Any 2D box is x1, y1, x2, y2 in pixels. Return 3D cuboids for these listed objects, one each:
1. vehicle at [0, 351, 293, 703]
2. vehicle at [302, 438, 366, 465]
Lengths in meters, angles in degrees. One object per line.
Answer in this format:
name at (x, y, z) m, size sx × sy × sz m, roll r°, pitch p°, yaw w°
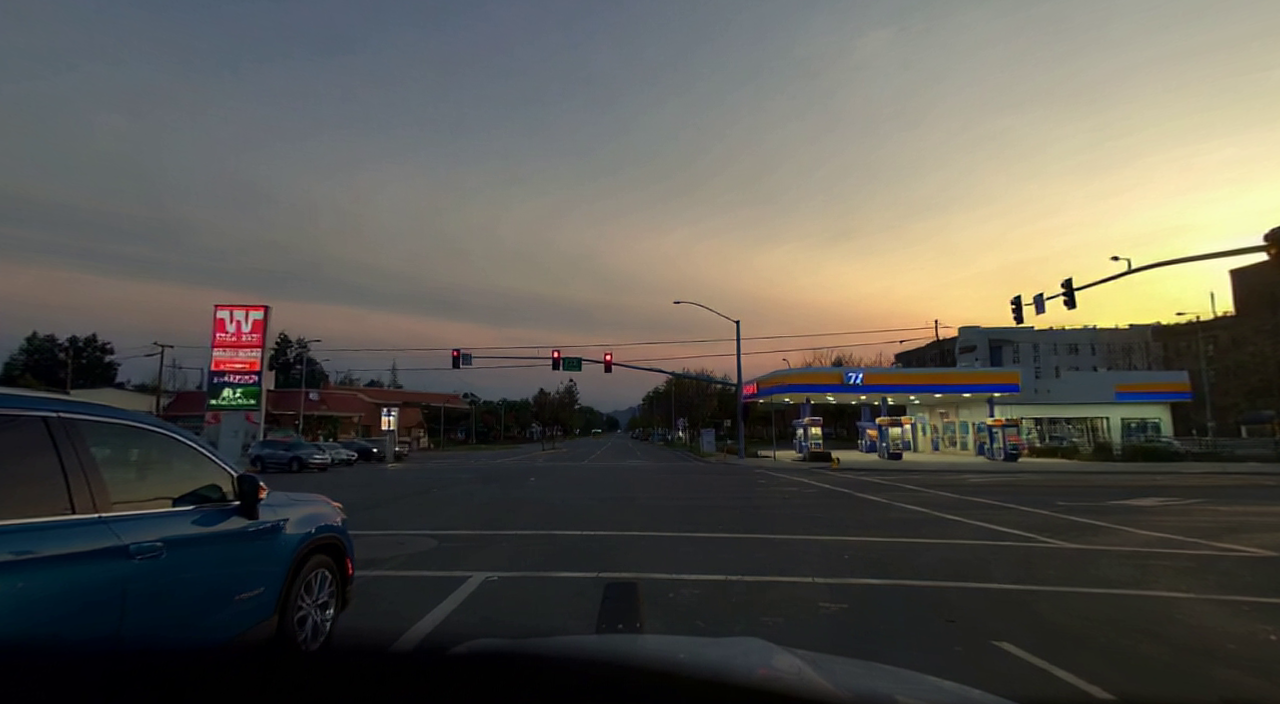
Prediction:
vehicle at (-3.426, 0.805, 2.046) m, size 2.053 × 1.690 × 4.364 m, roll 0°, pitch -9°, yaw 1°
vehicle at (-20.472, 6.708, 42.327) m, size 2.004 × 1.699 × 4.486 m, roll 0°, pitch -9°, yaw 1°
